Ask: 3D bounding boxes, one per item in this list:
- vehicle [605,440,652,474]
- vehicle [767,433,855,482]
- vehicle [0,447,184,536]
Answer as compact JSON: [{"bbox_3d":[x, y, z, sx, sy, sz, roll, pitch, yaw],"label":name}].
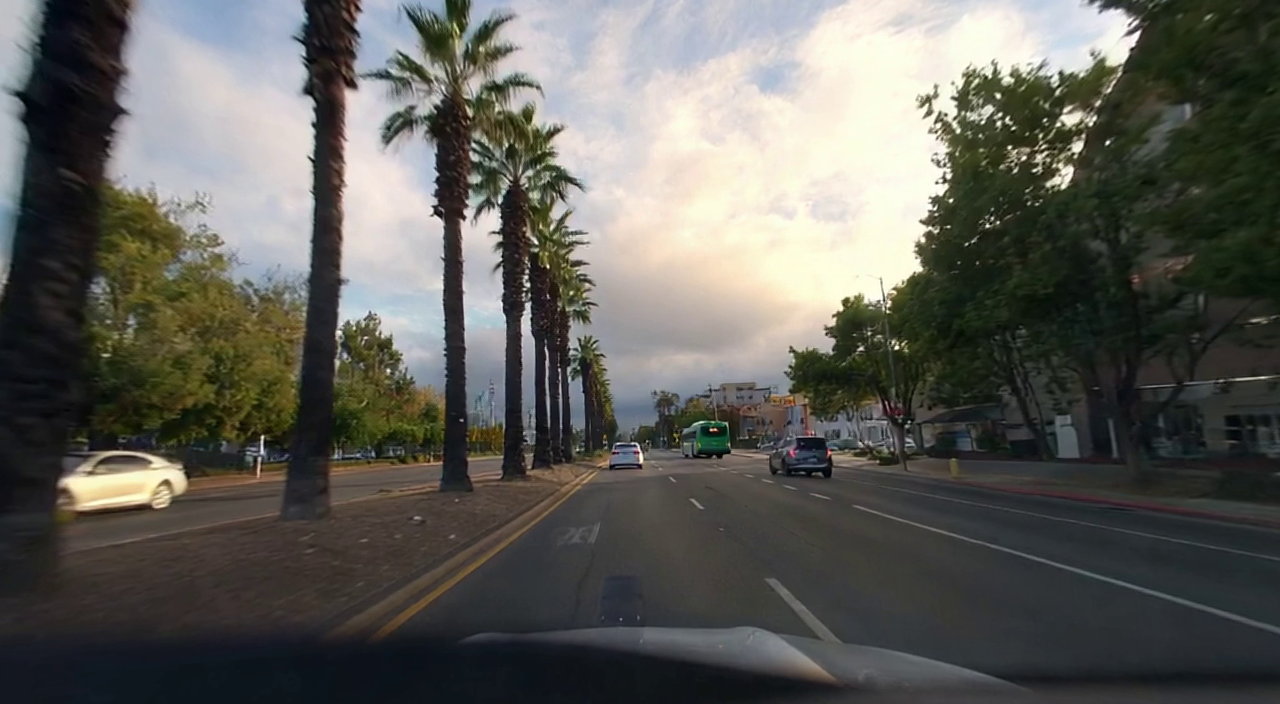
[{"bbox_3d":[-0.485,4.890,29.619,2.065,1.477,4.306,0,-9,0],"label":"vehicle"},{"bbox_3d":[6.287,3.926,23.716,2.031,1.670,4.154,0,-9,-1],"label":"vehicle"},{"bbox_3d":[-11.734,2.648,12.575,1.925,1.488,4.485,0,-9,0],"label":"vehicle"}]
